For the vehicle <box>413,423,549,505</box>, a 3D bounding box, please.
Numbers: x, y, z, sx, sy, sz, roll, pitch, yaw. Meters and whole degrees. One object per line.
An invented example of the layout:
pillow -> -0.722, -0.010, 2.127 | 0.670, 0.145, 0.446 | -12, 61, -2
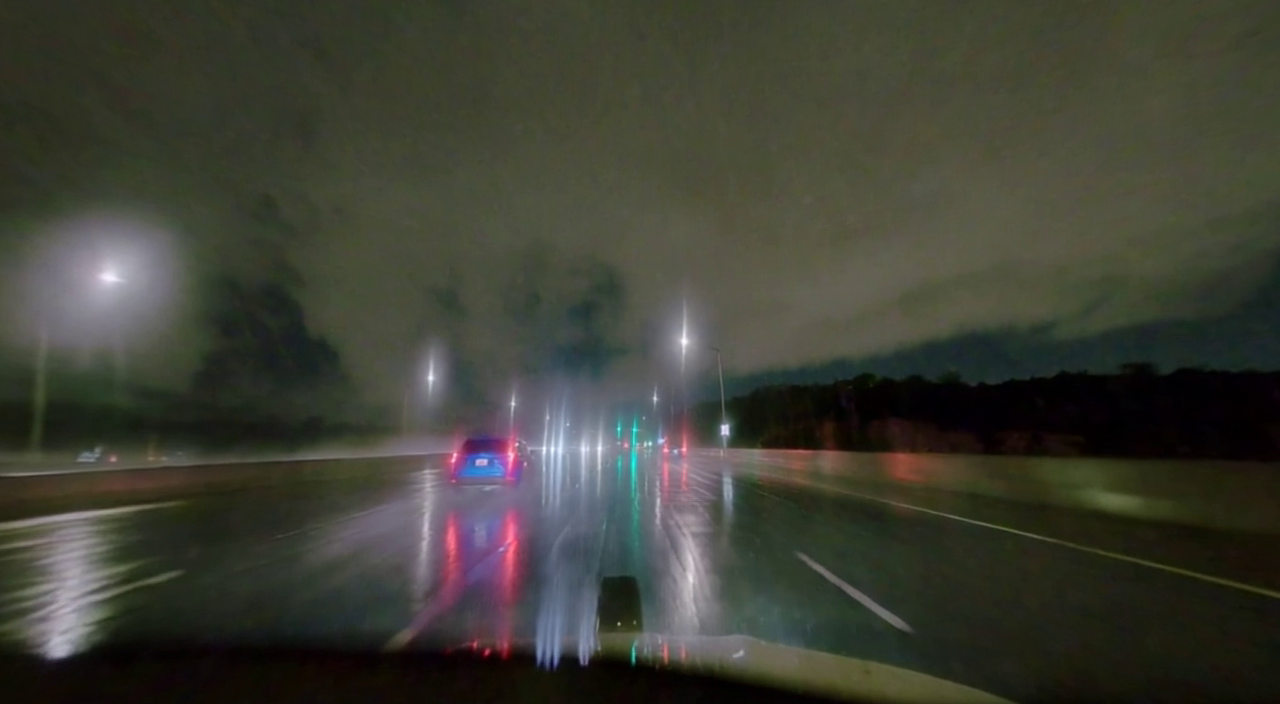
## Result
vehicle -> -3.848, 2.851, 16.465 | 2.205, 1.773, 5.124 | 0, -8, 0
